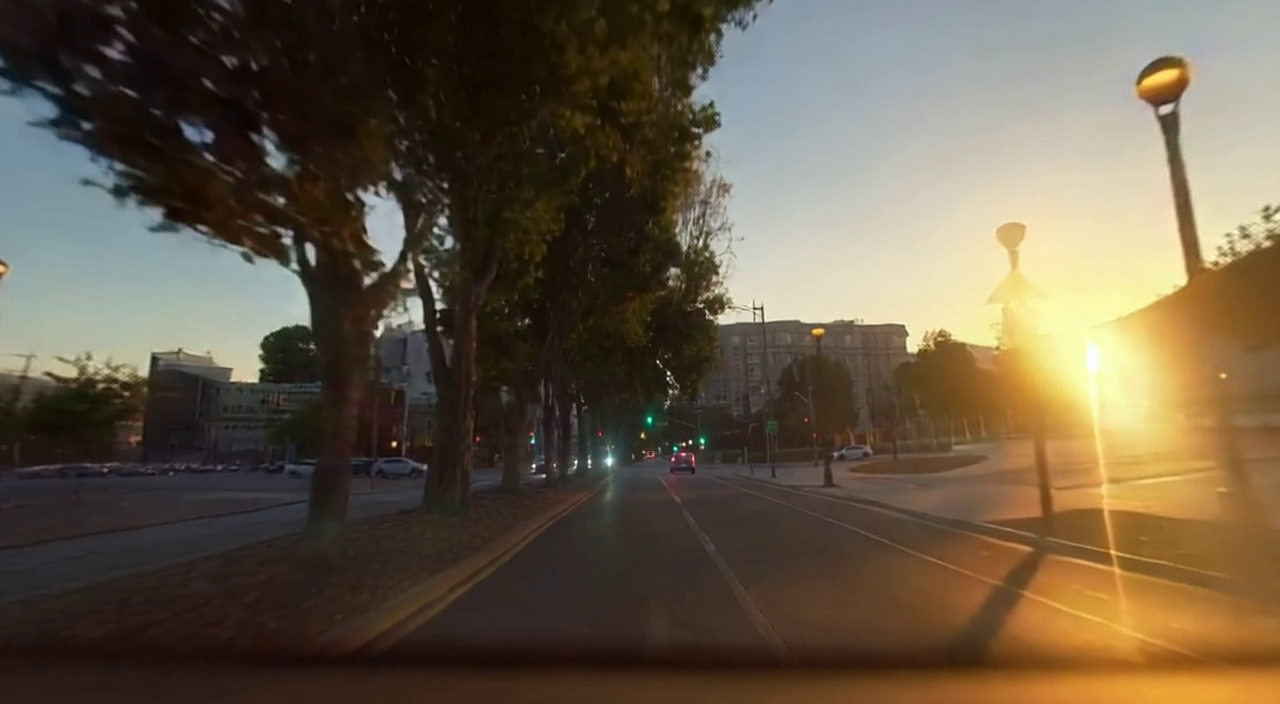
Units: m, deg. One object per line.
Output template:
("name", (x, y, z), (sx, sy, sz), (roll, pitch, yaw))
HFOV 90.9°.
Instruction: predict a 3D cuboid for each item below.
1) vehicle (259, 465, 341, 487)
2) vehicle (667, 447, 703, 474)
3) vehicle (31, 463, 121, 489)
("vehicle", (-24.975, 9.118, 46.419), (4.815, 1.469, 2.056), (0, -8, 1))
("vehicle", (2.990, 7.379, 42.985), (2.129, 1.719, 4.205), (0, -9, 0))
("vehicle", (-41.819, 9.185, 46.808), (4.687, 1.625, 2.096), (-2, -8, 0))
